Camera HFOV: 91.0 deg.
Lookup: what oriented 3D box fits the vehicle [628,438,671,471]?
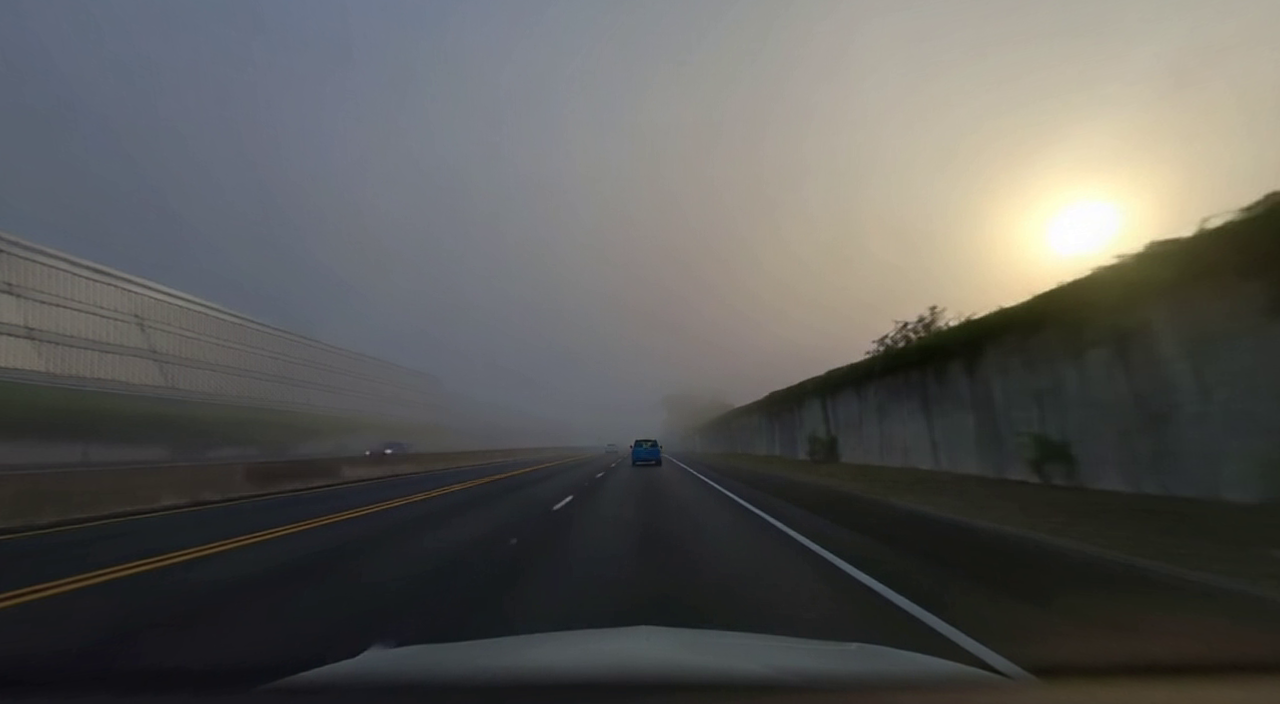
[{"bbox_3d":[0.457,5.003,30.887,1.997,1.484,3.409,0,-8,1],"label":"vehicle"}]
